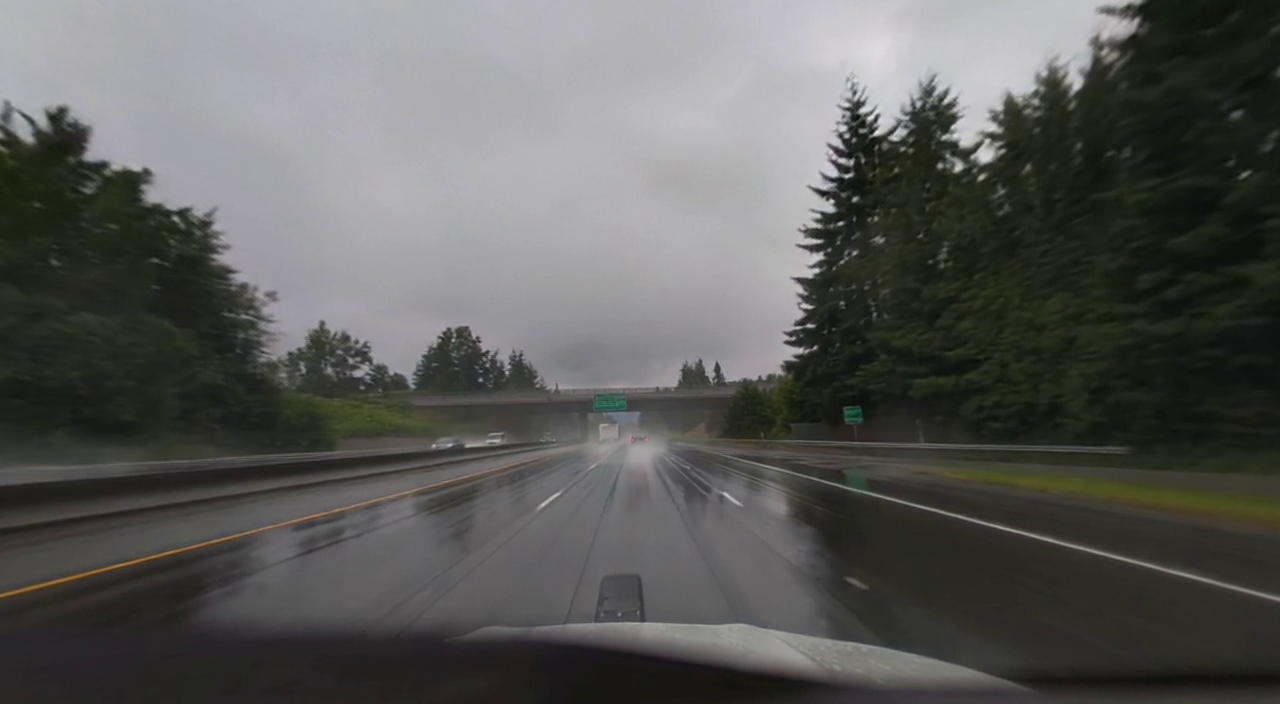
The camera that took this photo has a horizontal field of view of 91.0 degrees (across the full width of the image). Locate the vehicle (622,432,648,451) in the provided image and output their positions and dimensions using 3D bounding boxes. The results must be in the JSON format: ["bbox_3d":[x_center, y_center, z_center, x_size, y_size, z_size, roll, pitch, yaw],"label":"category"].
[{"bbox_3d":[-0.448,7.041,49.526,1.952,1.438,3.702,0,-8,-2],"label":"vehicle"}]
